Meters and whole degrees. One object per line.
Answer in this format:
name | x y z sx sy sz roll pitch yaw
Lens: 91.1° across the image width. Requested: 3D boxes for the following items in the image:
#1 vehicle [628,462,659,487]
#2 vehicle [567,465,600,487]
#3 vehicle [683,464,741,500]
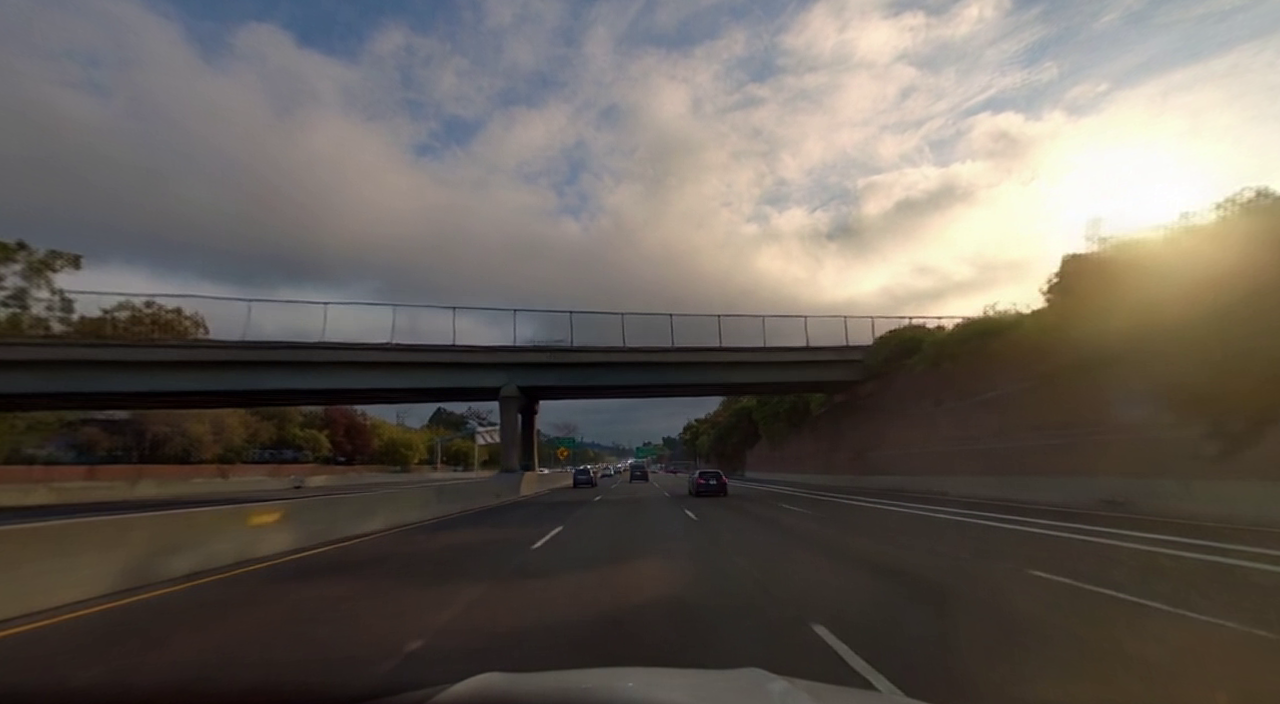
vehicle | 0.227 9.148 46.955 2.181 1.698 4.056 1 -10 0
vehicle | -3.980 8.808 44.724 1.975 1.486 3.903 1 -10 0
vehicle | 3.288 6.050 29.553 2.092 1.518 4.348 1 -10 -2
